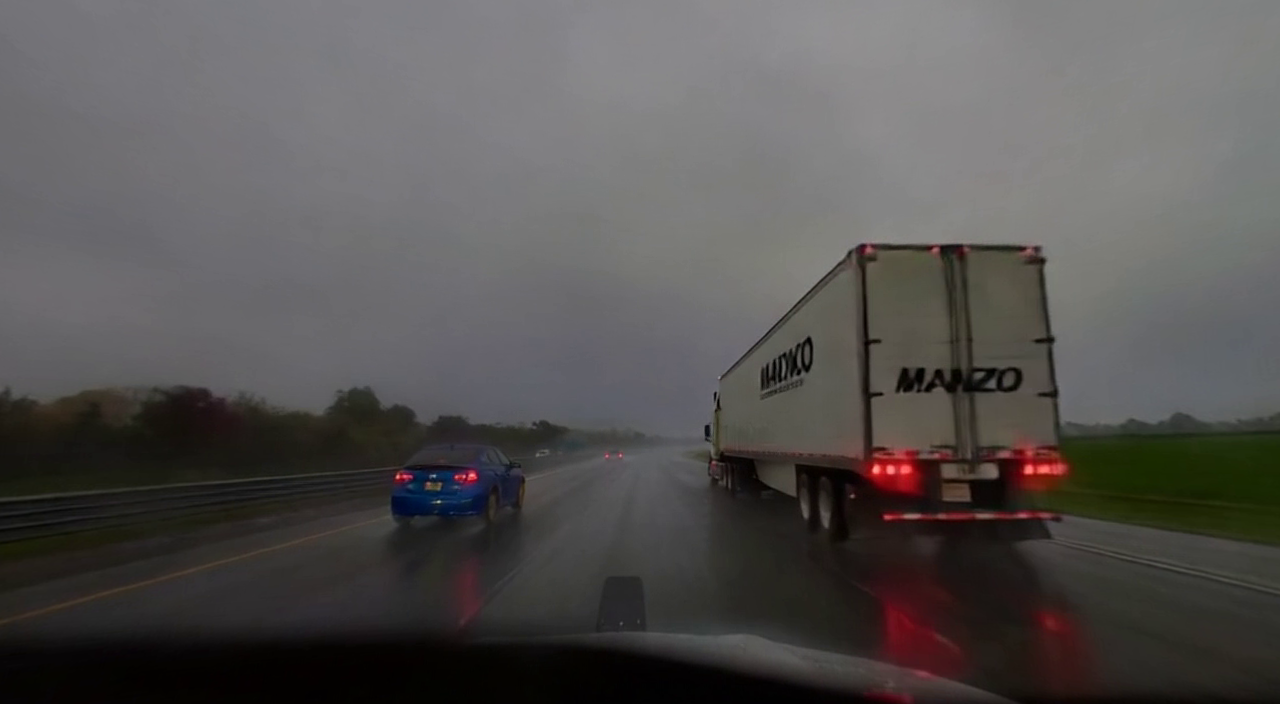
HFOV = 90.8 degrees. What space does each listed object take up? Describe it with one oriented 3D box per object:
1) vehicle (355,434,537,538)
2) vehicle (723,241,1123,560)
[{"bbox_3d":[-3.258,2.339,11.634,1.945,1.537,4.294,0,-9,1],"label":"vehicle"},{"bbox_3d":[4.405,1.599,14.874,2.832,4.034,13.924,0,-9,-1],"label":"vehicle"}]
